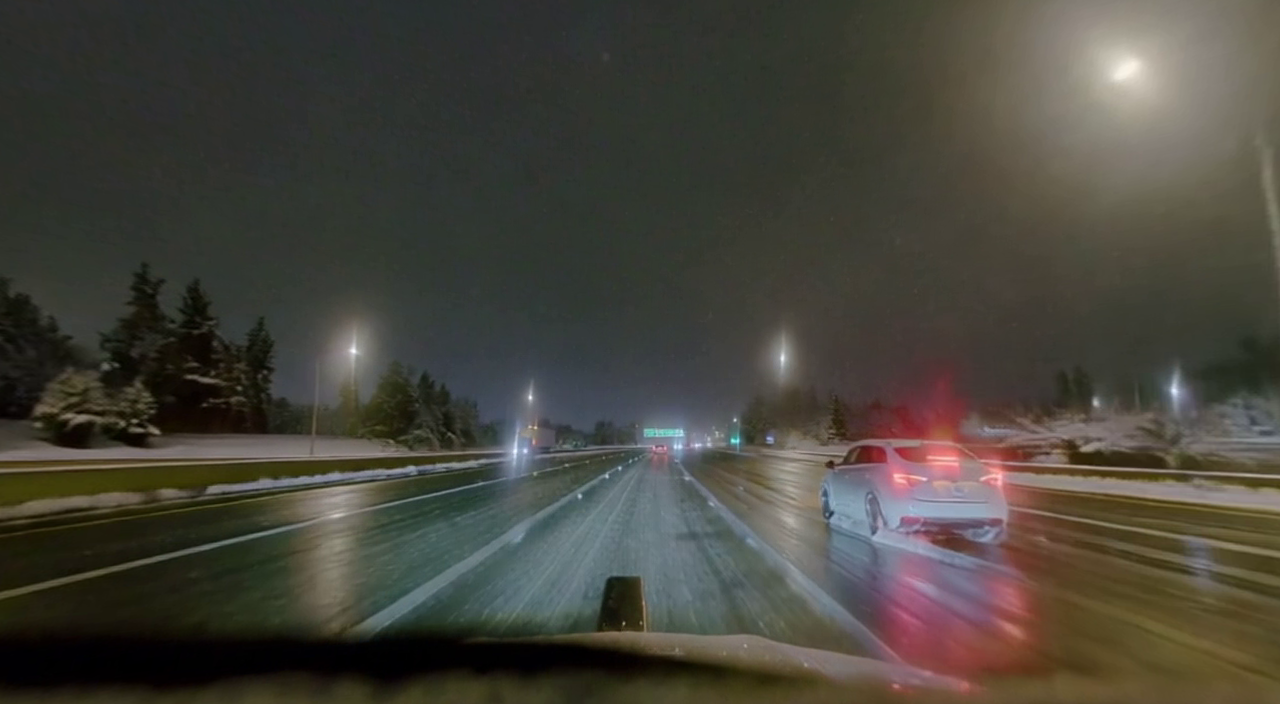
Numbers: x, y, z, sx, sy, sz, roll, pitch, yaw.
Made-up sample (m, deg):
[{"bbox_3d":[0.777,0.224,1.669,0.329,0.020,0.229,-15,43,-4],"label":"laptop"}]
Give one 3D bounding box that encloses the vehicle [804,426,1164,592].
[{"bbox_3d":[3.742,1.777,8.123,1.999,1.492,4.673,0,-8,0],"label":"vehicle"}]
